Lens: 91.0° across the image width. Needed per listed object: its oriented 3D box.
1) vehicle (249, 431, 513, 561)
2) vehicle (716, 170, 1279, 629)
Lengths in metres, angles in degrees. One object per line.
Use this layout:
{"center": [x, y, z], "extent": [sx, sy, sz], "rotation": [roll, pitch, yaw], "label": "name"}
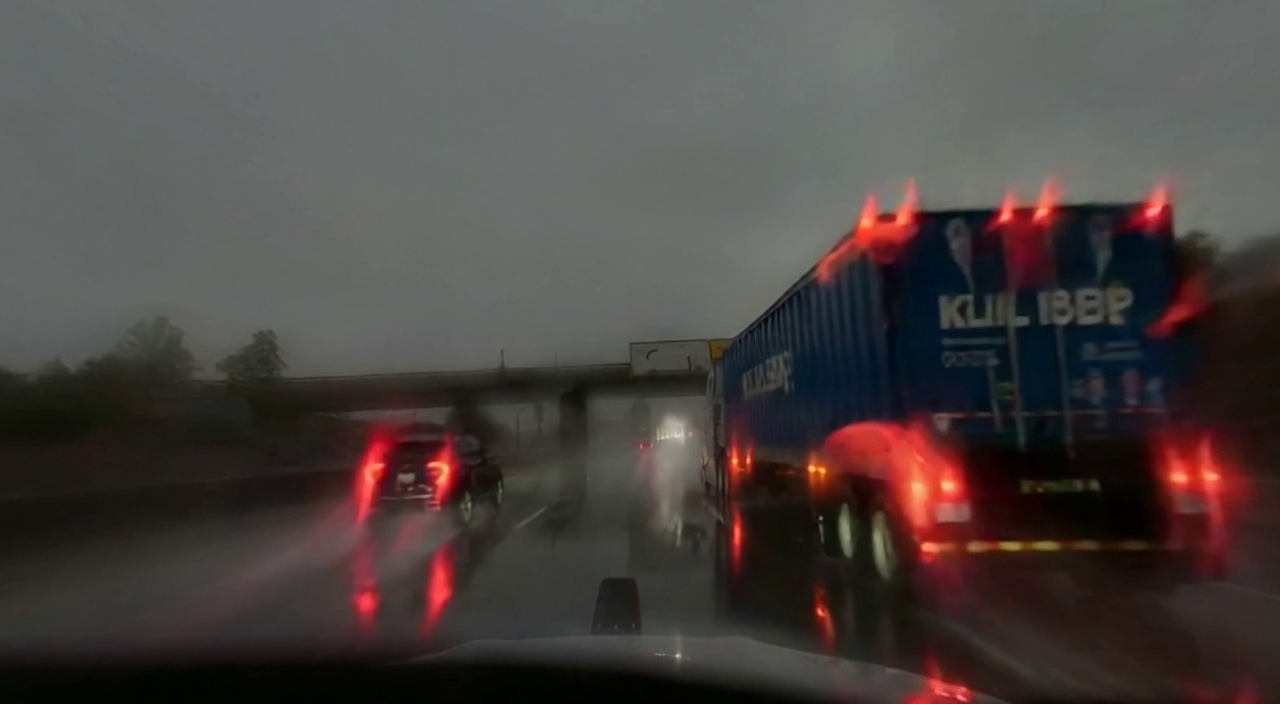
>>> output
{"center": [-3.612, 2.076, 9.964], "extent": [2.276, 1.551, 4.484], "rotation": [0, -8, 0], "label": "vehicle"}
{"center": [3.793, 1.088, 10.677], "extent": [3.306, 3.531, 11.717], "rotation": [0, -8, -1], "label": "vehicle"}
